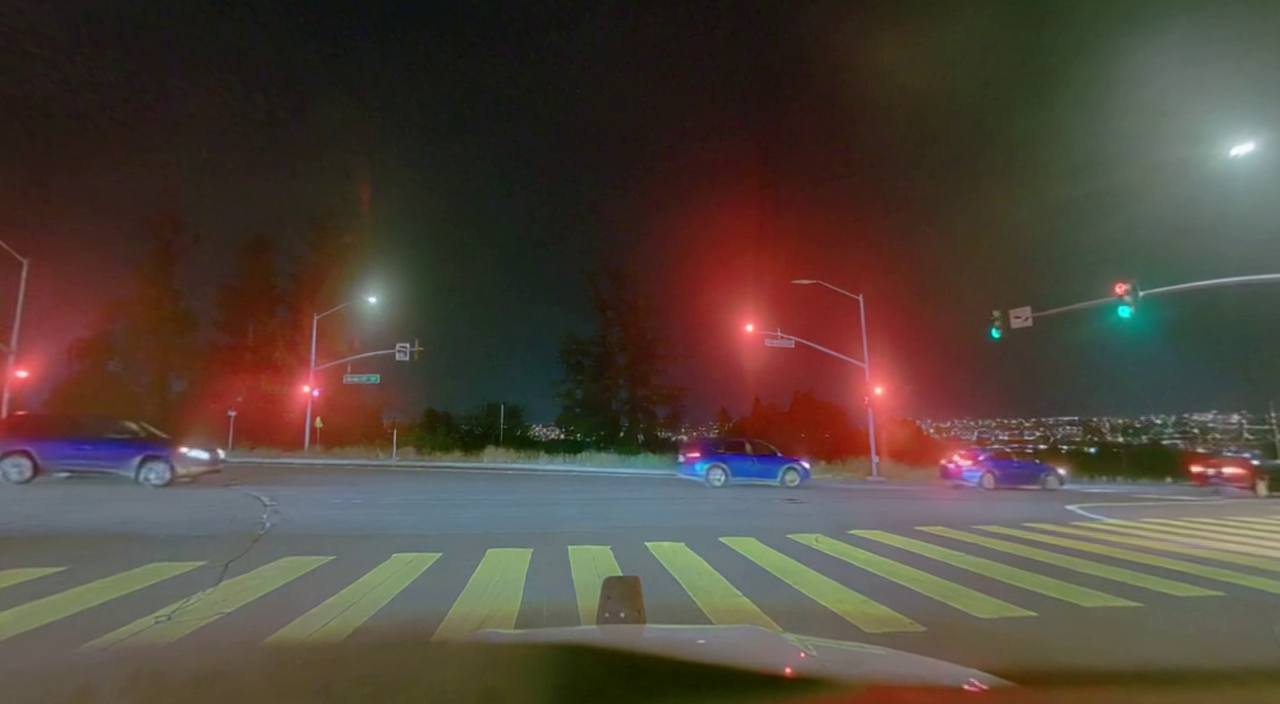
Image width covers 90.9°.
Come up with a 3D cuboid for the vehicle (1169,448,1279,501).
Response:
[{"bbox_3d":[19.796,3.852,20.164,4.952,1.511,1.855,2,-9,-17],"label":"vehicle"}]

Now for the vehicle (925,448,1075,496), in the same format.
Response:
[{"bbox_3d":[12.500,4.115,21.961,4.475,1.496,1.861,2,-9,-17],"label":"vehicle"}]

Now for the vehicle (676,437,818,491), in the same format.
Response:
[{"bbox_3d":[3.900,4.065,23.253,4.708,1.810,1.986,3,-9,-17],"label":"vehicle"}]

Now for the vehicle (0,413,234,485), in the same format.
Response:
[{"bbox_3d":[-14.490,2.667,17.280,5.155,1.784,2.174,4,-9,-18],"label":"vehicle"}]
